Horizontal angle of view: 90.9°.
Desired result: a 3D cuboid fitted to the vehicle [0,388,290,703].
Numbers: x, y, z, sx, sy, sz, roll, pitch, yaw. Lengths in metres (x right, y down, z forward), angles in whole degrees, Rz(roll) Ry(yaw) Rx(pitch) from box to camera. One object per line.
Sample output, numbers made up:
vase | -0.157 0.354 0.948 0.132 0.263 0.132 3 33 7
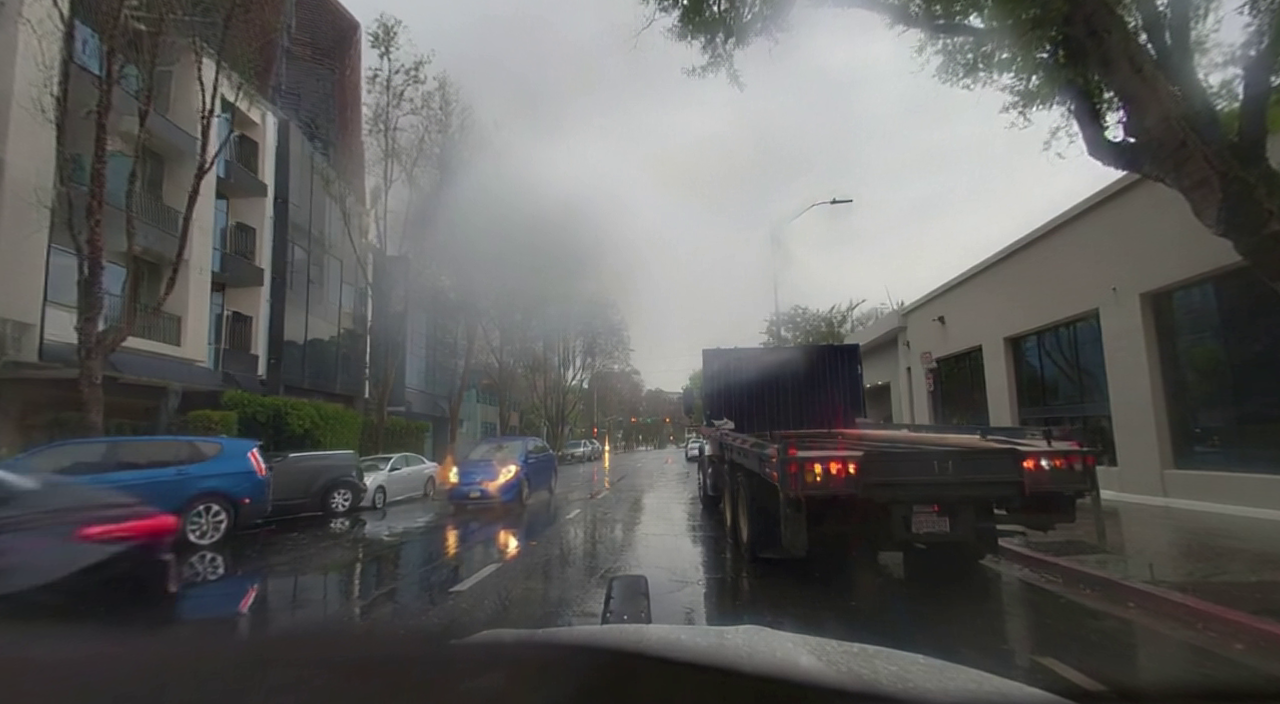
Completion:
vehicle | -3.347 0.835 1.642 2.183 1.563 4.257 -1 -8 4

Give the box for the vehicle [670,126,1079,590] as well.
vehicle | 2.509 0.799 11.278 3.320 4.034 11.553 -1 -8 6

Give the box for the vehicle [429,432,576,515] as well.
vehicle | -3.011 2.781 15.017 2.311 1.631 4.510 0 -8 2
